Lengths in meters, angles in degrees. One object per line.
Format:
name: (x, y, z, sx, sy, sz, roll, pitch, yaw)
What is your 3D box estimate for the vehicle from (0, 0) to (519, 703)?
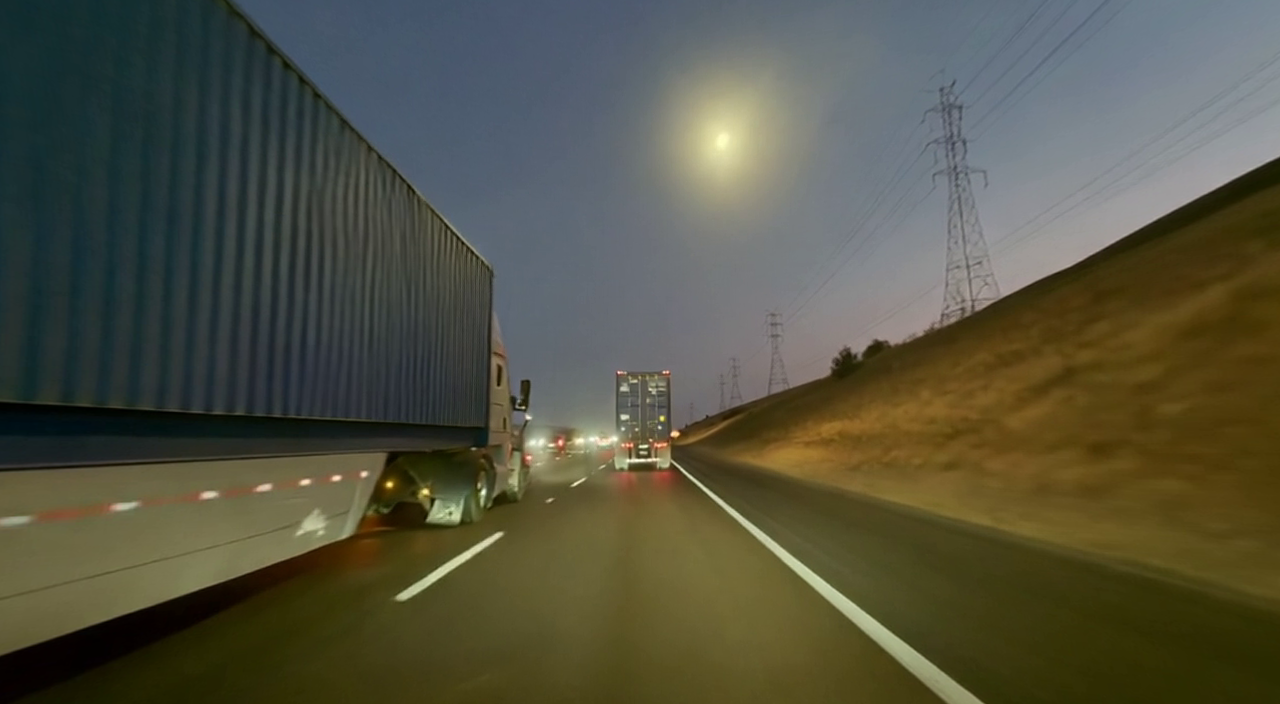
vehicle: (-4.130, 0.192, 7.149, 3.314, 4.224, 9.816, 0, -8, 1)

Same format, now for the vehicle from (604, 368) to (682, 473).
vehicle: (0.038, 3.496, 30.414, 3.006, 4.120, 11.586, 0, -8, -1)
